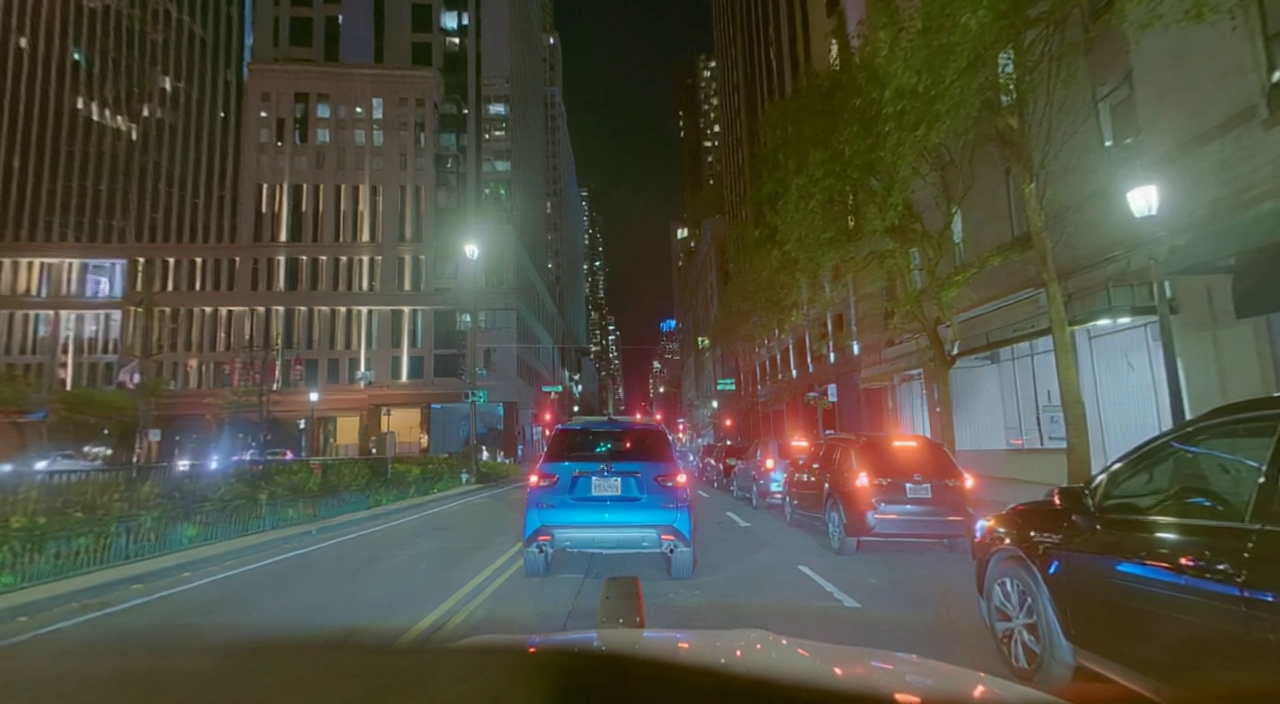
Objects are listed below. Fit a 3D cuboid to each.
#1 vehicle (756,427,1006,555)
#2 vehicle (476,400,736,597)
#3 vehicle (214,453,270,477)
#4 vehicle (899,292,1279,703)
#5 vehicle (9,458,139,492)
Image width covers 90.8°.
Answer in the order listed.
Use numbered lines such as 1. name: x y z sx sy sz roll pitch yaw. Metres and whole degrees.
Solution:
1. vehicle: 3.270 1.986 9.811 1.941 1.482 4.632 0 -9 -2
2. vehicle: -0.345 1.581 7.611 2.249 1.684 4.084 0 -9 -2
3. vehicle: -26.908 7.629 42.874 1.960 1.459 4.699 2 -9 -17
4. vehicle: 2.993 0.749 2.254 2.063 1.760 4.664 0 -9 -1
5. vehicle: -27.536 5.948 30.988 1.967 1.428 4.832 0 -9 -1
